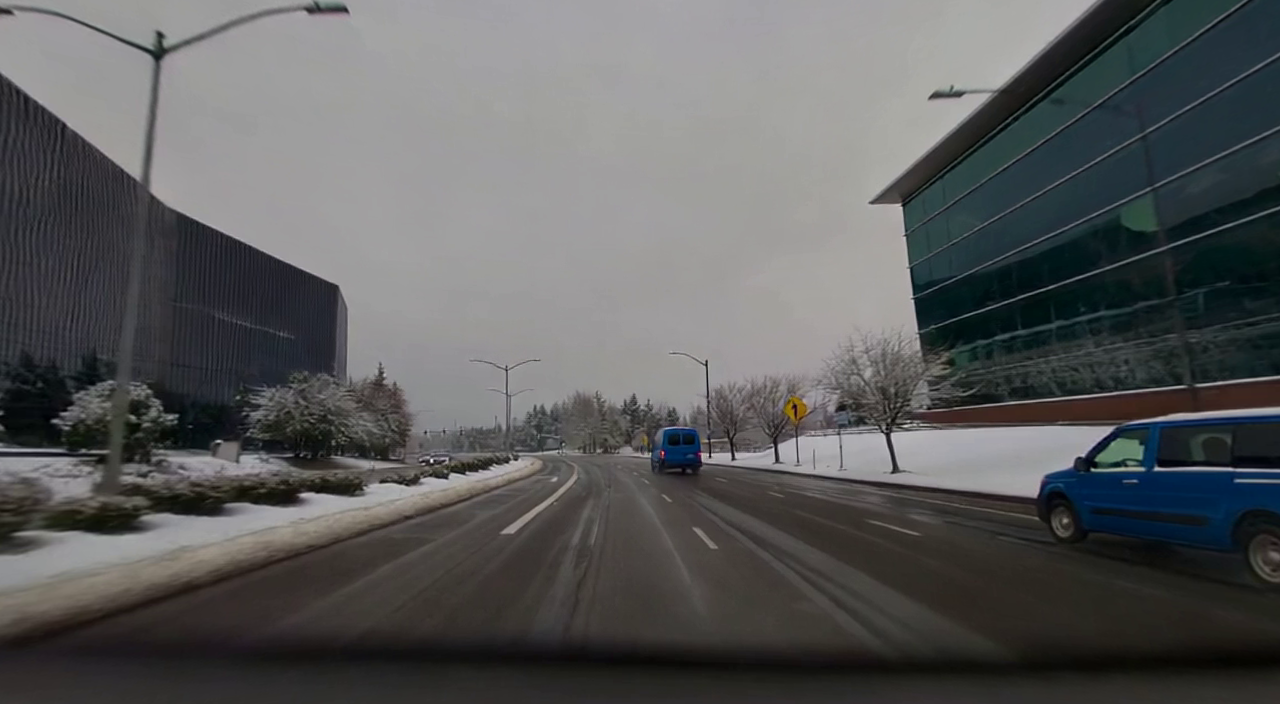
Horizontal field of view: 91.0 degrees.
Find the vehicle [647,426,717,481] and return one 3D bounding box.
[{"bbox_3d":[1.747,4.500,28.122,2.339,2.244,4.817,1,-9,-5],"label":"vehicle"}]

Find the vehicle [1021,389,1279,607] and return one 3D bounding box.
[{"bbox_3d":[6.099,1.309,5.999,1.992,1.726,4.434,0,-9,-2],"label":"vehicle"}]
